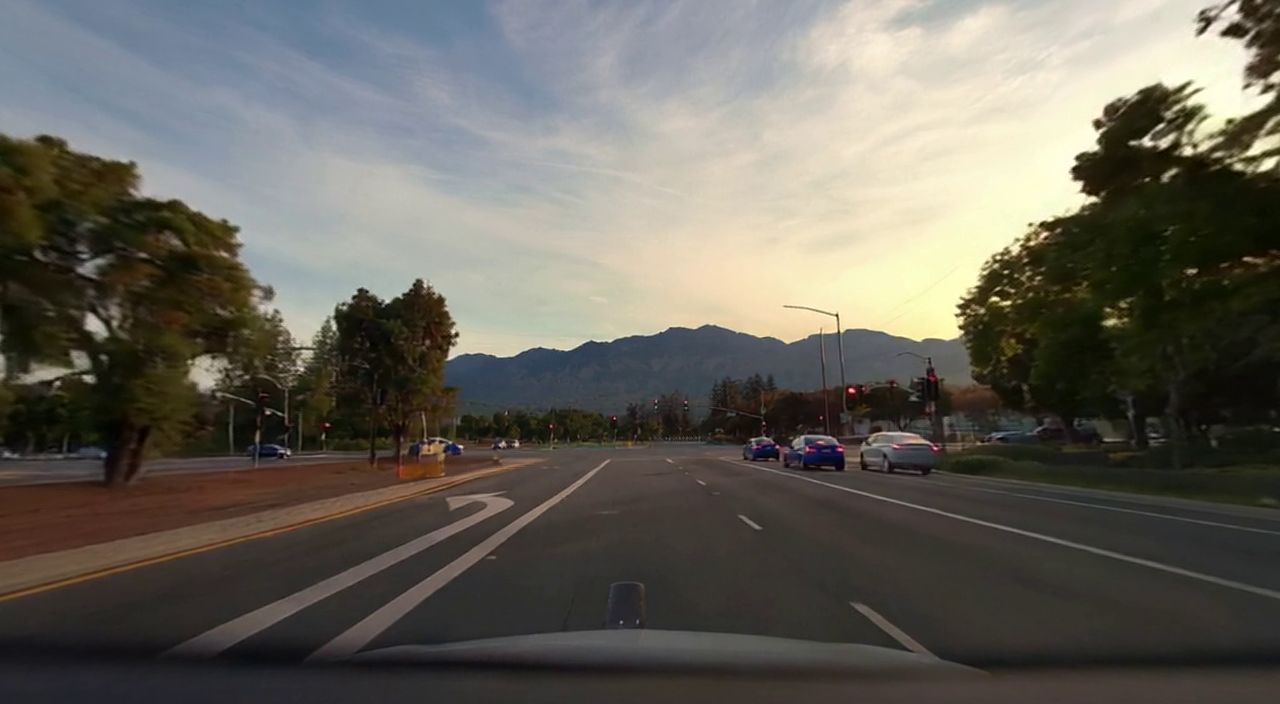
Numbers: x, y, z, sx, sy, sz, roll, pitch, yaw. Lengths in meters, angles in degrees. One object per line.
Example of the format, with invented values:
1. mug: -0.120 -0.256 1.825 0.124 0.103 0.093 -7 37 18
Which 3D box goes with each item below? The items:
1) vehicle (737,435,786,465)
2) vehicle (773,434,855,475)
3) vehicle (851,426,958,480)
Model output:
1. vehicle: 6.911 5.621 36.426 1.899 1.570 4.666 0 -8 0
2. vehicle: 6.946 4.149 25.805 1.990 1.480 4.624 0 -8 0
3. vehicle: 9.517 3.677 23.226 1.977 1.773 4.646 0 -8 1
